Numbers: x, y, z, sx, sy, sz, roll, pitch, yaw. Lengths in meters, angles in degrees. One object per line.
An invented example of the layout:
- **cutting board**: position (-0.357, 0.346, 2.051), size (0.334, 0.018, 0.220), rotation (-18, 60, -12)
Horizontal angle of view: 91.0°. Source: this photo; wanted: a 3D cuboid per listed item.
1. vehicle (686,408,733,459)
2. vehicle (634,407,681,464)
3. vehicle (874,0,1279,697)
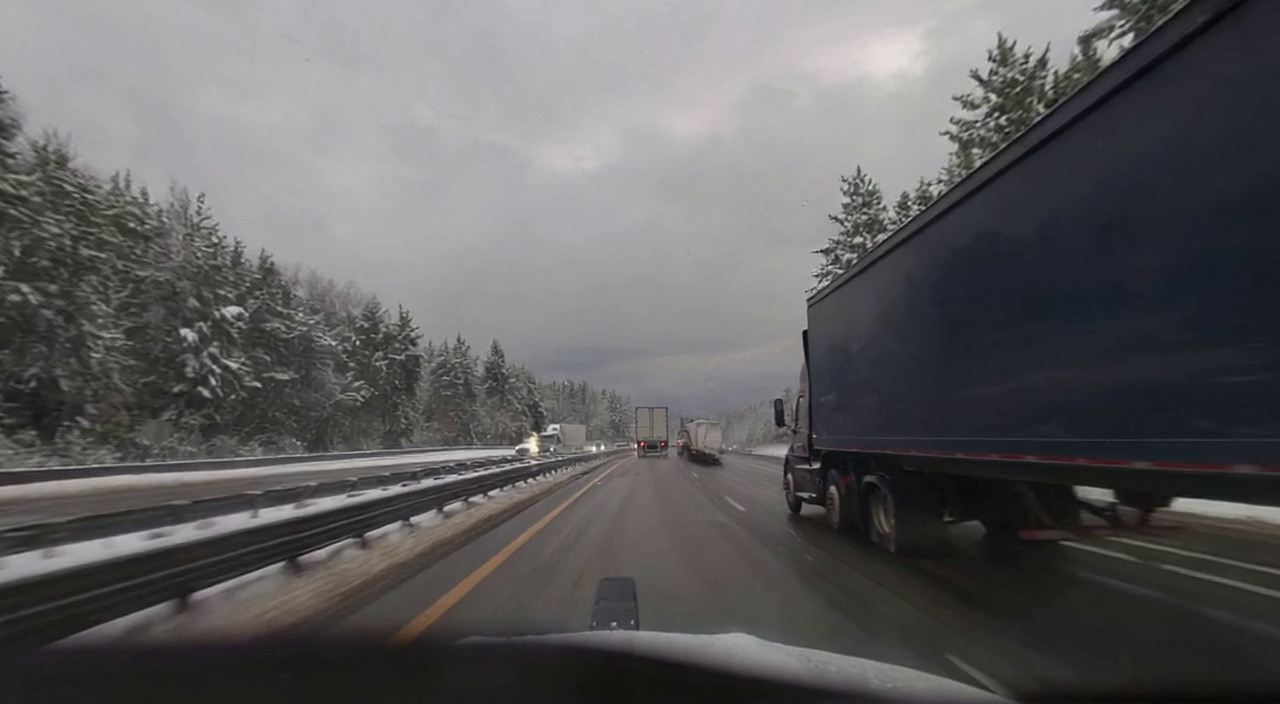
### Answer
- **vehicle**: position (5.221, 6.303, 48.384), size (2.956, 3.604, 6.277), rotation (-1, -8, 1)
- **vehicle**: position (1.004, 5.303, 39.973), size (2.644, 3.247, 7.454), rotation (0, -8, 0)
- **vehicle**: position (4.847, -0.441, 1.772), size (2.885, 4.049, 13.827), rotation (0, -8, -1)
